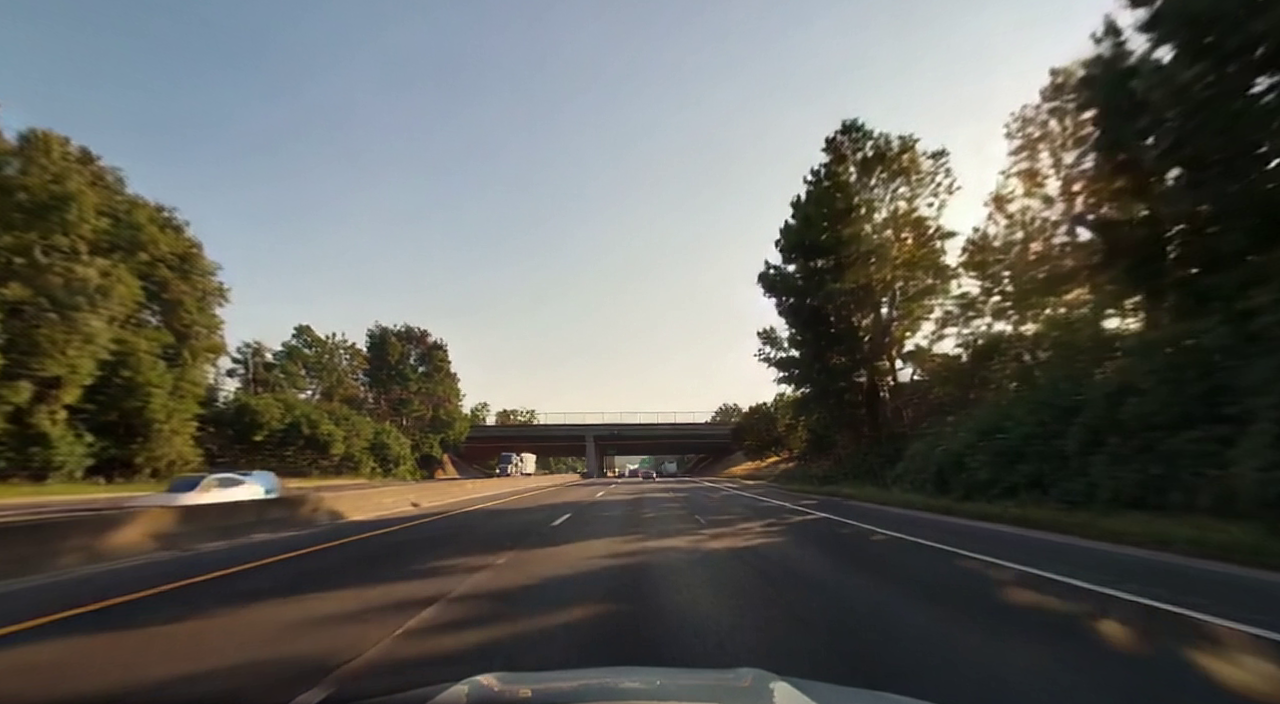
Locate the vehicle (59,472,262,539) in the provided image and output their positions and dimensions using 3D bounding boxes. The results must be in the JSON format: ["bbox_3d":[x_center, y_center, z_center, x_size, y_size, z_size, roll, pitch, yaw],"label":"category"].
[{"bbox_3d":[-12.092,3.860,16.352,1.872,1.435,4.267,1,-11,0],"label":"vehicle"}]
